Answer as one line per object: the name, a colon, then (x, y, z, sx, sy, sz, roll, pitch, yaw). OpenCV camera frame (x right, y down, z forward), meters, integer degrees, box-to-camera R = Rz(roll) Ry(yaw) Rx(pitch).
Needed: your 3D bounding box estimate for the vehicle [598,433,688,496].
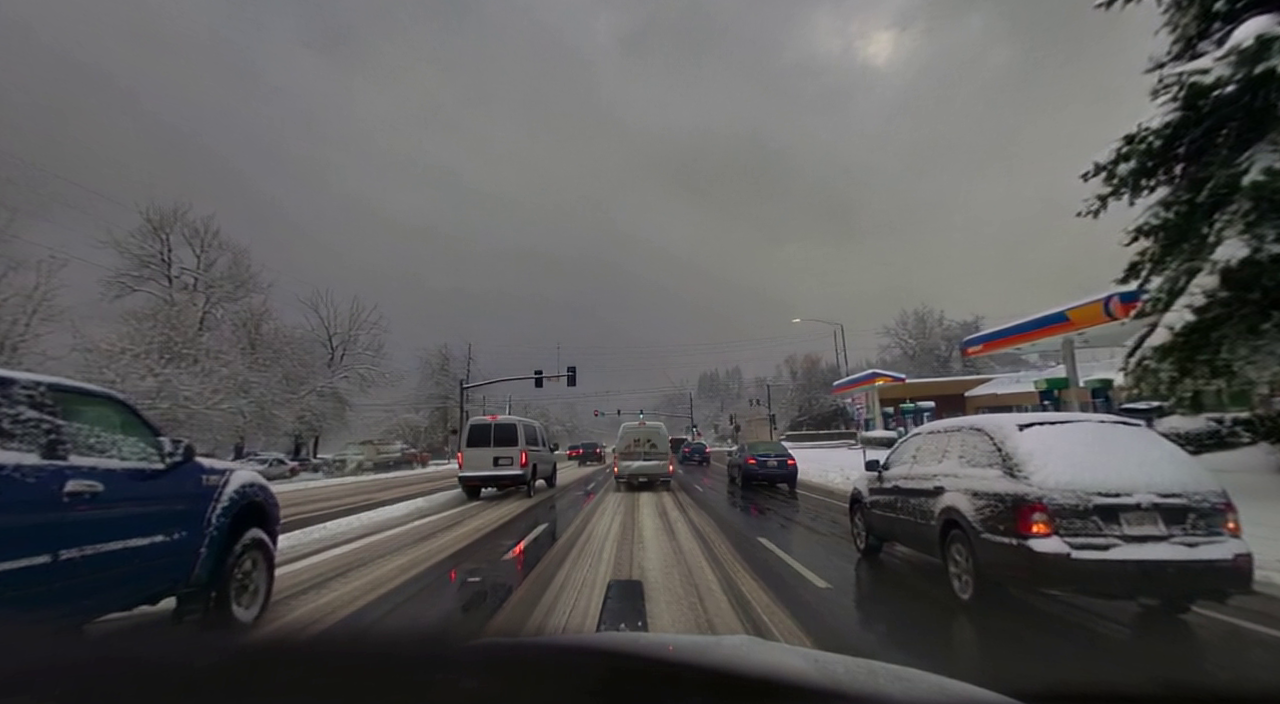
vehicle: (0.067, 3.478, 19.928, 2.426, 1.703, 5.602, 0, -8, 0)

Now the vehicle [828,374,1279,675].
vehicle: (3.671, 1.379, 6.229, 2.055, 1.786, 4.817, 0, -8, -1)

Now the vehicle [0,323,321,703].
vehicle: (-3.494, 0.728, 2.143, 2.002, 1.747, 5.173, 0, -8, 1)

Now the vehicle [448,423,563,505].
vehicle: (-3.508, 3.032, 17.477, 2.025, 1.936, 4.995, 0, -8, 1)

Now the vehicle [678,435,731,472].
vehicle: (3.279, 5.302, 32.978, 2.193, 1.795, 5.130, 0, -8, 0)

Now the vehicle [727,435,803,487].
vehicle: (4.505, 3.998, 23.371, 2.119, 1.696, 4.623, 0, -8, 3)
